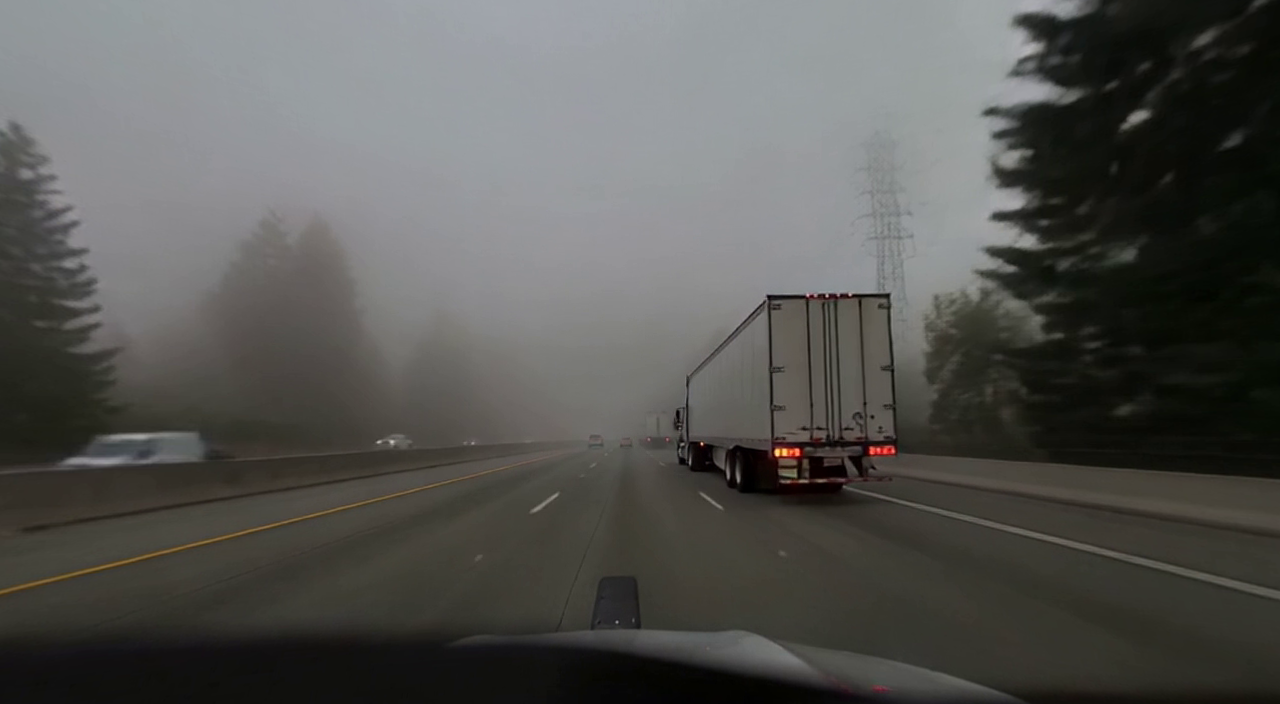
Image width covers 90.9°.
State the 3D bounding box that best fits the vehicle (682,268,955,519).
[{"bbox_3d":[3.326,1.572,17.287,2.905,4.080,14.157,0,-8,-2],"label":"vehicle"}]
